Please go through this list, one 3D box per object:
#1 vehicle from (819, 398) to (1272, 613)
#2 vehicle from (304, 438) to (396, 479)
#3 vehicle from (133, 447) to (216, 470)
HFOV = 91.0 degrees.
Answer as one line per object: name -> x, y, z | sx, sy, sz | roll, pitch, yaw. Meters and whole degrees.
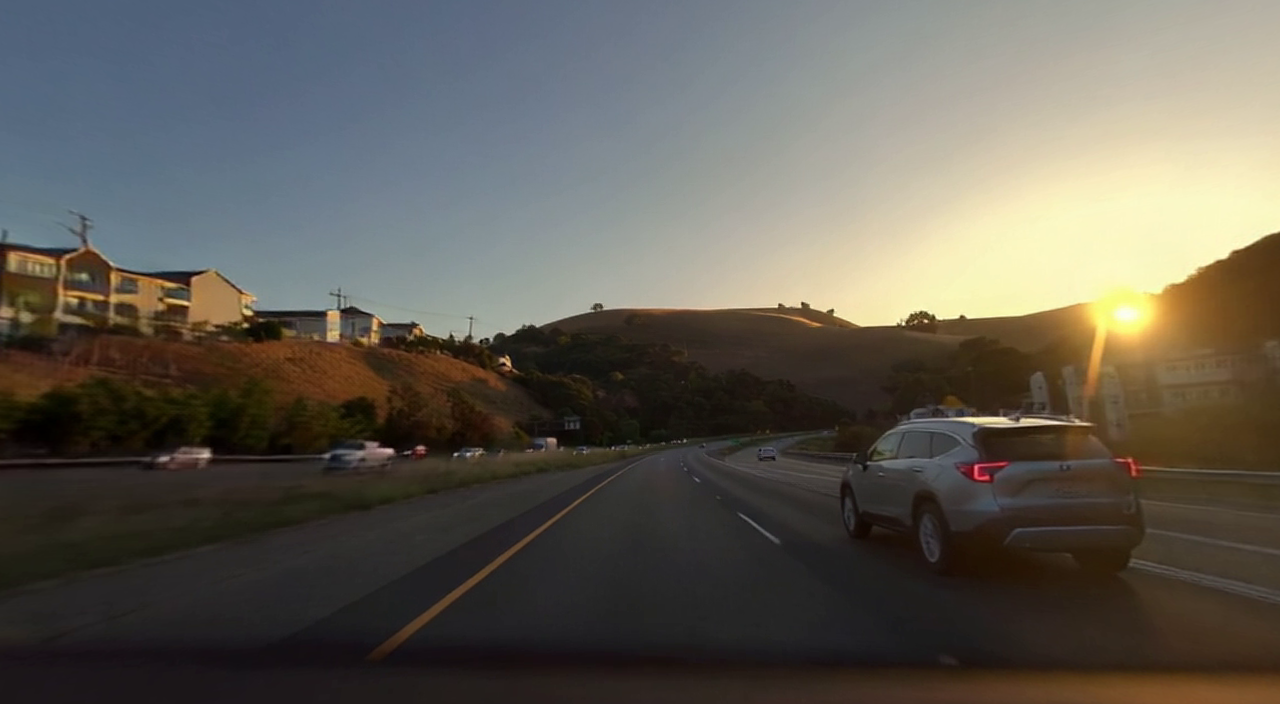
vehicle -> 4.022, 1.612, 7.568 | 2.318, 1.766, 4.587 | 0, -9, -1
vehicle -> -16.217, 5.953, 35.643 | 2.238, 2.109, 5.879 | 0, -9, 2
vehicle -> -32.364, 7.395, 43.927 | 1.971, 1.477, 4.562 | -1, -9, 5
